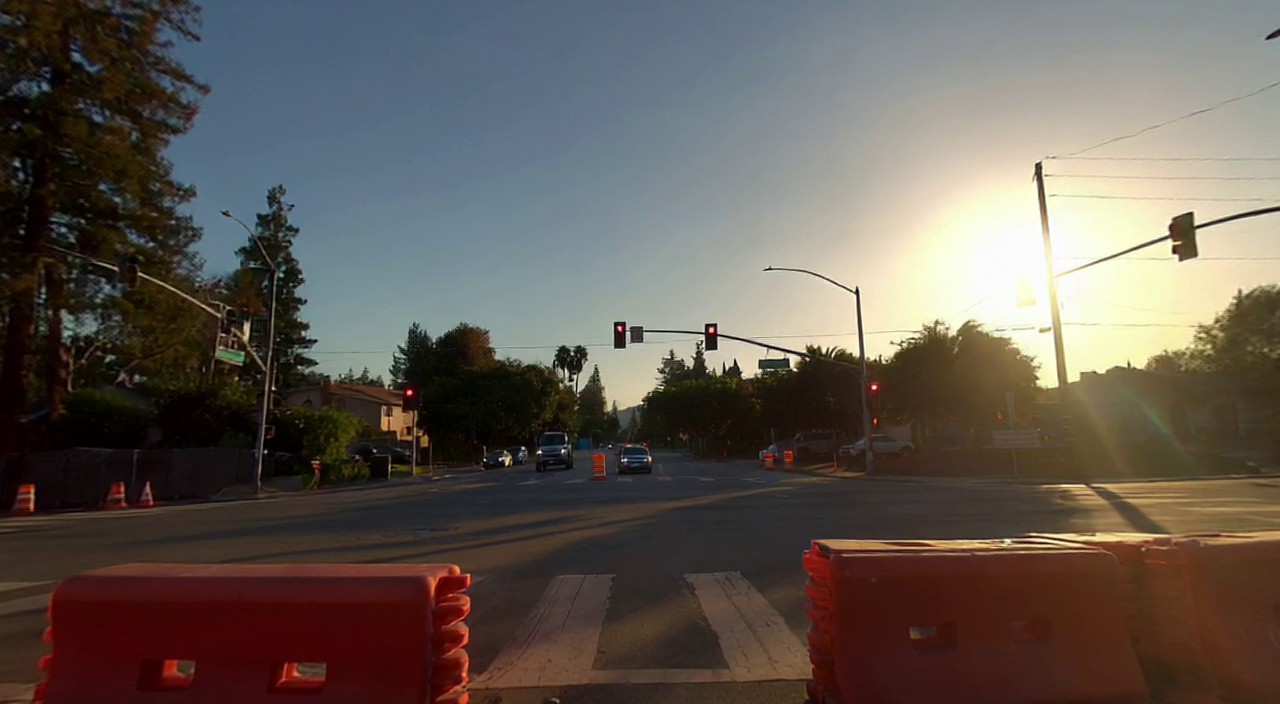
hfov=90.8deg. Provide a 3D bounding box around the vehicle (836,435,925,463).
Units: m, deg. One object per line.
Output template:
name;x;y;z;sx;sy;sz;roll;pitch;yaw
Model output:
vehicle;15.304;6.188;40.349;4.892;1.656;1.856;0;-8;0

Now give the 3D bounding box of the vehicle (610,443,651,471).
vehicle;-0.518;5.766;34.967;2.105;1.457;4.173;0;-8;-1

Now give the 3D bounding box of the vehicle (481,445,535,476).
vehicle;-6.672;5.529;32.388;1.881;1.452;4.121;0;-8;0

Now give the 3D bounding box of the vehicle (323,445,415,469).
vehicle;-16.473;6.375;38.572;4.713;1.409;1.918;0;-8;-2

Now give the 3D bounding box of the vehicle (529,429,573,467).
vehicle;-6.885;7.555;49.721;2.625;2.726;6.138;0;-8;-1
